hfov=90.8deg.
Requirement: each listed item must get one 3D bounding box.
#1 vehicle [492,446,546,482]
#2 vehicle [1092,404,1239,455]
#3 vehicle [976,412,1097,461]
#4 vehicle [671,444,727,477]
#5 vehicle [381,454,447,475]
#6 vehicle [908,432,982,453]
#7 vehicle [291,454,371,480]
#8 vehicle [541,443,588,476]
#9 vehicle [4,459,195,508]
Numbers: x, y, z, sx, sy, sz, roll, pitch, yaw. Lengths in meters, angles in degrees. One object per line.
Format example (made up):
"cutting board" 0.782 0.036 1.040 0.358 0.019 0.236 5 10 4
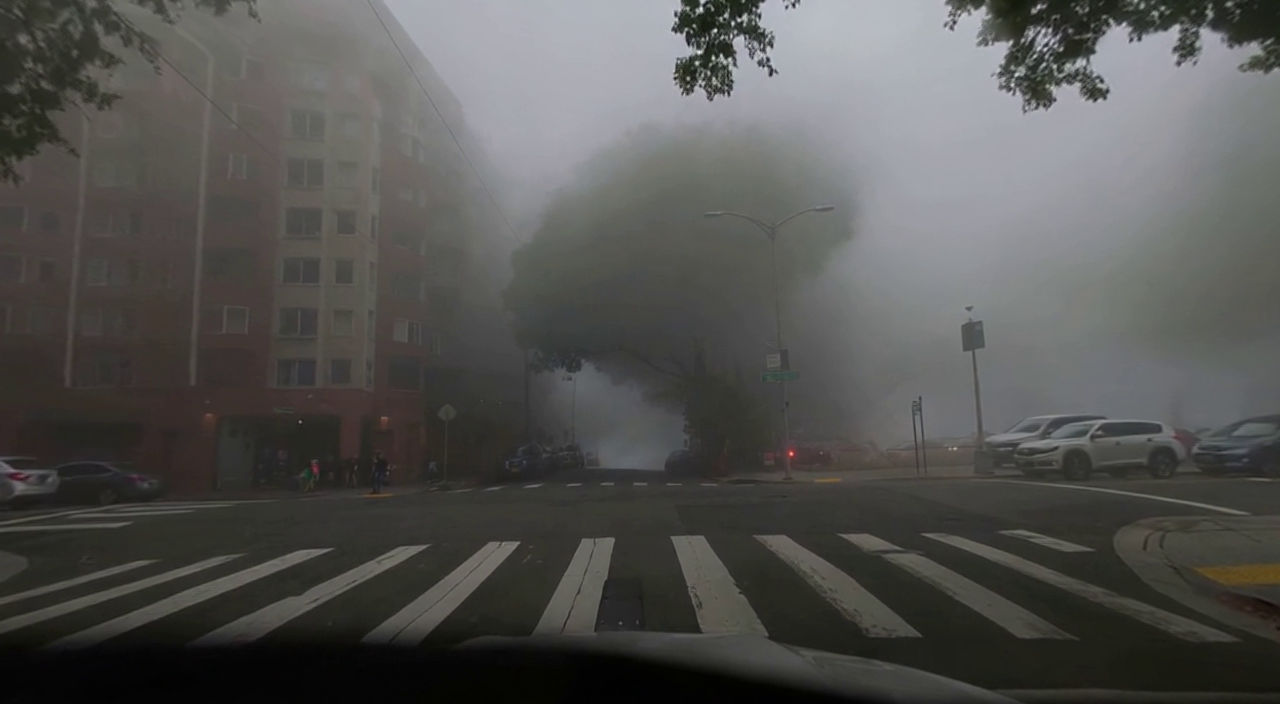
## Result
"vehicle" -7.614 7.050 40.302 2.193 1.814 5.061 -9 -9 0
"vehicle" 22.304 3.401 27.180 2.137 1.962 4.988 -1 -9 3
"vehicle" 16.743 3.659 27.033 2.041 1.921 4.574 0 -9 -2
"vehicle" 3.196 5.696 33.498 1.942 1.603 3.785 -2 -8 22
"vehicle" -16.911 8.427 47.404 4.203 1.544 1.889 0 -8 1
"vehicle" 23.016 6.855 47.822 4.528 1.475 2.070 0 -8 3
"vehicle" -23.204 8.632 47.539 4.844 1.836 2.117 -1 -8 5
"vehicle" -4.447 6.371 37.714 2.102 1.768 4.290 -1 -9 3
"vehicle" -17.316 4.212 20.408 4.439 1.448 1.793 0 -9 0
